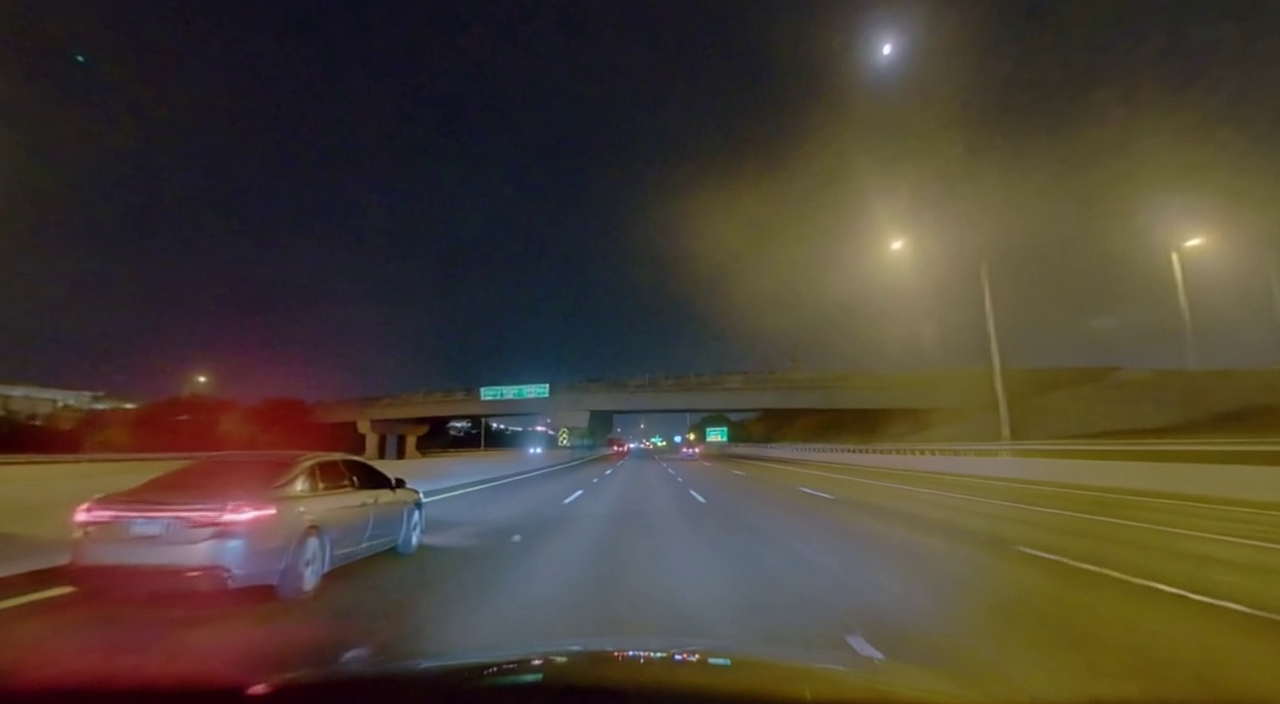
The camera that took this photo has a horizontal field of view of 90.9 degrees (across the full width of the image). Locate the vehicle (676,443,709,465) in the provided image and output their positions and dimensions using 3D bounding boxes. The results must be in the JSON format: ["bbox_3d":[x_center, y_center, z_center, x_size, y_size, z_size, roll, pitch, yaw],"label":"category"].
[{"bbox_3d":[3.895,7.618,47.344,1.949,1.515,4.374,0,-9,-1],"label":"vehicle"}]
